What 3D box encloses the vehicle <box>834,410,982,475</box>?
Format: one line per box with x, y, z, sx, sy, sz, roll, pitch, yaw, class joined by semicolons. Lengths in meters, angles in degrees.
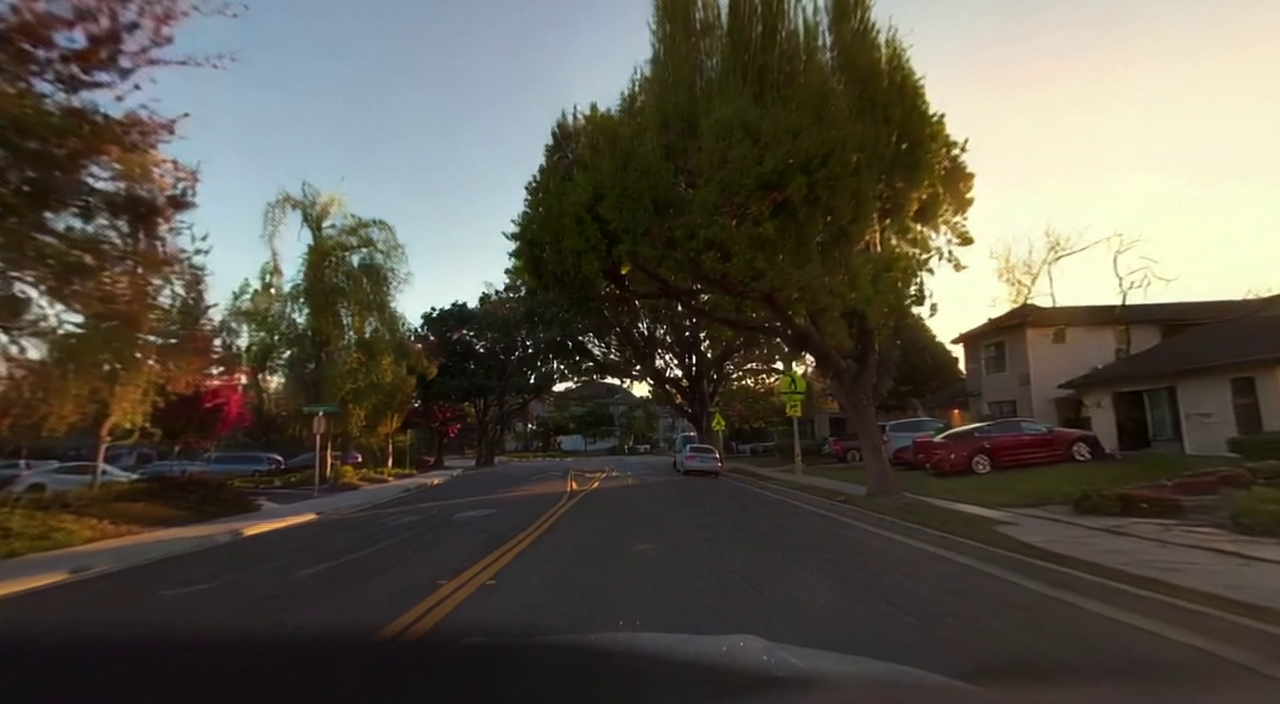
10.297;3.516;24.570;4.653;1.979;1.998;-6;-9;0;vehicle

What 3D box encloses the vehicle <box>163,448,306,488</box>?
-19.637;5.564;30.825;2.059;1.746;5.388;-8;-12;42;vehicle

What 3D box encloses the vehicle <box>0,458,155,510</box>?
-18.960;4.233;20.571;4.691;1.483;1.955;8;-12;-44;vehicle

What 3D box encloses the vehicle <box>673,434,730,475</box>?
3.010;5.192;32.180;2.221;1.892;5.555;0;-9;-1;vehicle

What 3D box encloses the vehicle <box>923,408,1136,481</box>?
11.070;2.692;18.256;4.750;1.658;1.902;-4;-10;1;vehicle
